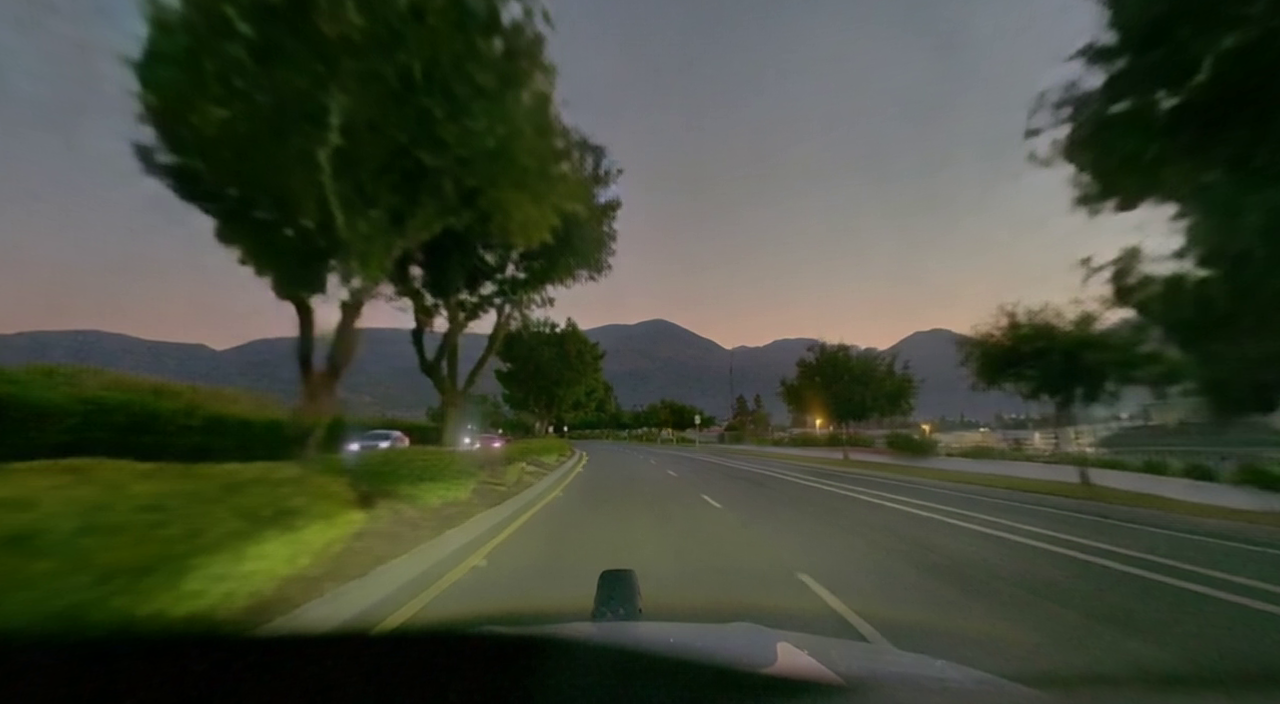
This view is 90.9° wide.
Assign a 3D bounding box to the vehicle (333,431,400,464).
[{"bbox_3d":[-14.089,4.964,32.723,1.809,1.592,4.060,0,-8,-3],"label":"vehicle"}]
